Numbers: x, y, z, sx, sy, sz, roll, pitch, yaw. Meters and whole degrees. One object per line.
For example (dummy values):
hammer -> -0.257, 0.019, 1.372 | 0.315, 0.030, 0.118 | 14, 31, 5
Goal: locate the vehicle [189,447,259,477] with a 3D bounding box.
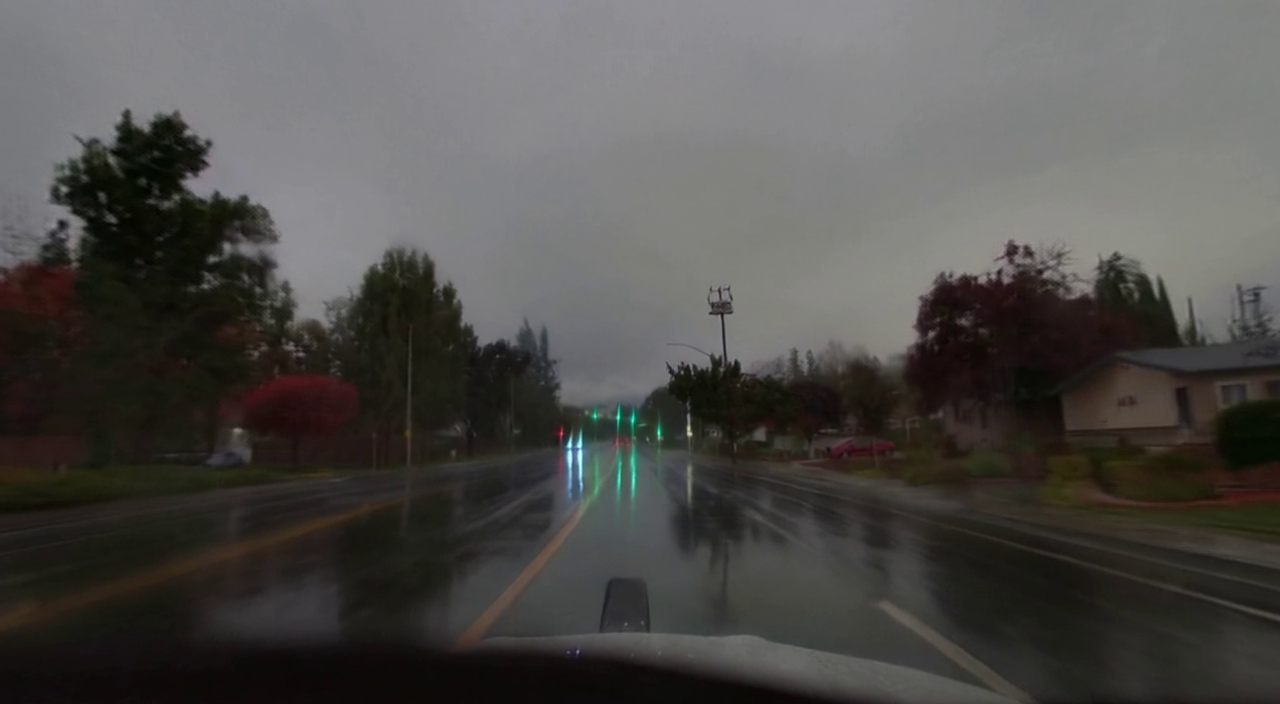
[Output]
vehicle -> -25.110, 6.653, 38.256 | 1.958, 1.668, 4.701 | 2, -10, -14

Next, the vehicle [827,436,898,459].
vehicle -> 14.626, 6.287, 41.546 | 4.253, 1.397, 1.717 | -3, -9, 17

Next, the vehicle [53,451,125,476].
vehicle -> -40.682, 8.233, 46.644 | 1.923, 1.679, 4.598 | 1, -9, -12
